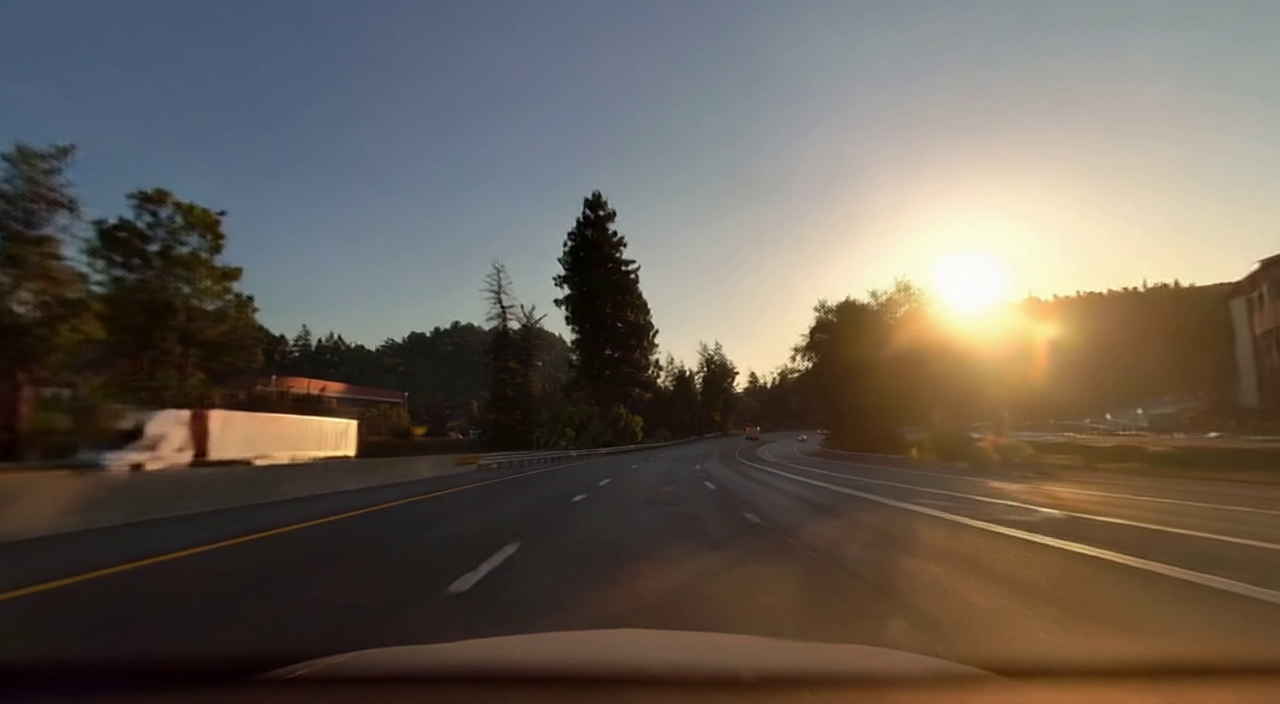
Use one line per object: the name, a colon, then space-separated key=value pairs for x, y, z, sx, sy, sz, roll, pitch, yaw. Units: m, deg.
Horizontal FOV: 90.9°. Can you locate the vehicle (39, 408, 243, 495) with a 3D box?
vehicle: x=-21.068 y=4.282 z=27.331 sx=2.950 sy=3.246 sz=6.825 roll=0 pitch=-9 yaw=2
